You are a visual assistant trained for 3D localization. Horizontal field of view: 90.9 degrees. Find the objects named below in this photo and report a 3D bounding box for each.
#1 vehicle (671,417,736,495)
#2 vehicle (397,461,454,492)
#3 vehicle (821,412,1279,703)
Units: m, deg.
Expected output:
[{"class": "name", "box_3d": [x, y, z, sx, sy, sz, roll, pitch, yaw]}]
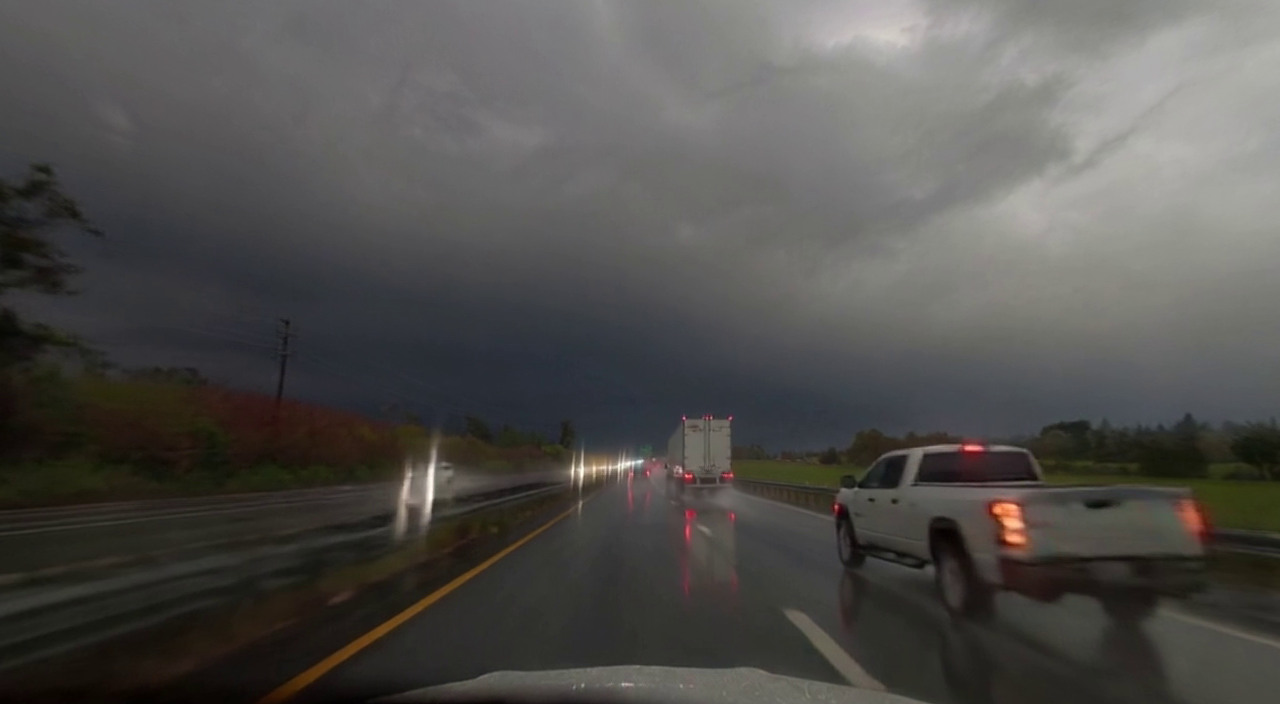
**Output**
[{"class": "vehicle", "box_3d": [3.751, 6.816, 40.727, 2.863, 4.088, 14.040, 1, -10, 1]}, {"class": "vehicle", "box_3d": [-12.953, 7.539, 38.305, 1.912, 1.695, 4.292, 1, -10, 0]}, {"class": "vehicle", "box_3d": [3.471, 1.614, 5.923, 2.124, 1.662, 4.641, 1, -10, -1]}]
